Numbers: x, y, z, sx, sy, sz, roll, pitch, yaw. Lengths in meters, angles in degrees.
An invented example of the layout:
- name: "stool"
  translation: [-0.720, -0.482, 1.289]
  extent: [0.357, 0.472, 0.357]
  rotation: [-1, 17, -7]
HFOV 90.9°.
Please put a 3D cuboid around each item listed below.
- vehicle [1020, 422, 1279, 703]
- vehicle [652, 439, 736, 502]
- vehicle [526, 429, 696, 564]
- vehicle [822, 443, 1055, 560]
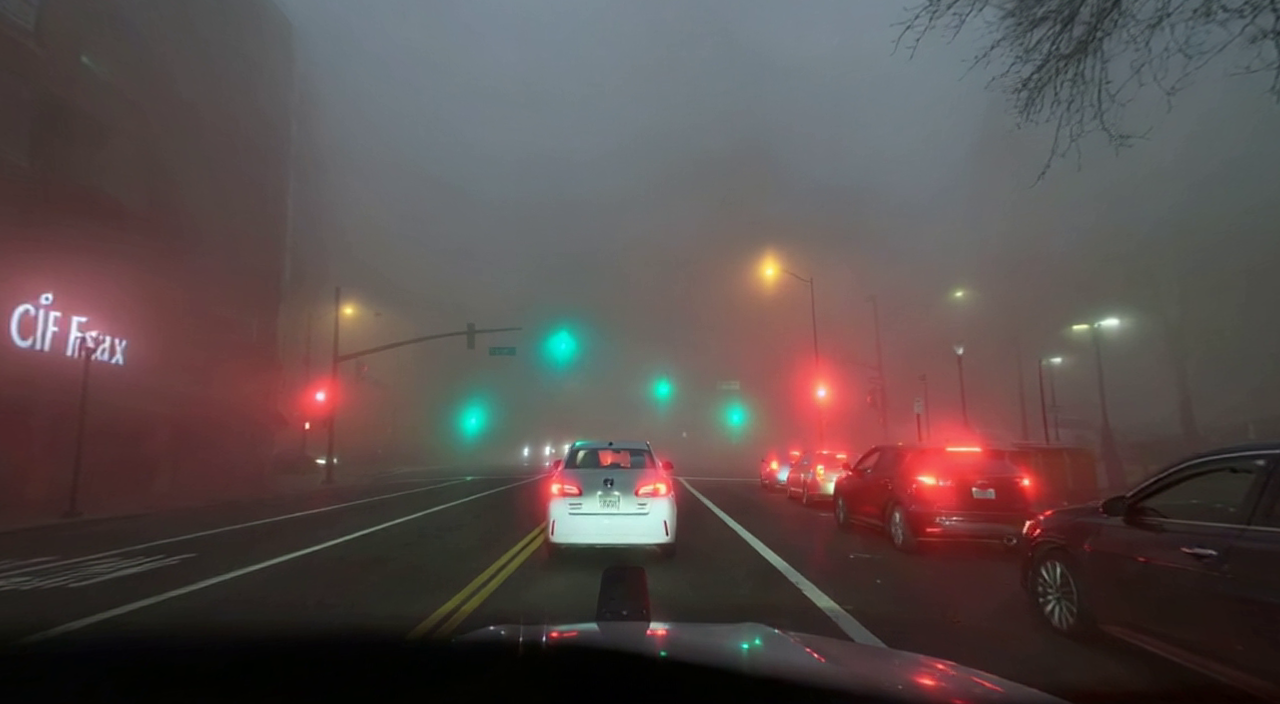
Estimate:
- name: "vehicle"
  translation: [3.180, 0.829, 1.103]
  extent: [2.006, 1.496, 4.767]
  rotation: [0, -9, -1]
- name: "vehicle"
  translation: [1.469, 3.142, 17.149]
  extent: [2.006, 1.495, 3.952]
  rotation: [-1, -8, 5]
- name: "vehicle"
  translation: [-0.401, 1.886, 8.950]
  extent: [1.888, 1.489, 3.703]
  rotation: [0, -8, -3]
- name: "vehicle"
  translation: [4.593, 2.300, 10.643]
  extent: [1.912, 1.505, 4.618]
  rotation: [-1, -8, 4]
